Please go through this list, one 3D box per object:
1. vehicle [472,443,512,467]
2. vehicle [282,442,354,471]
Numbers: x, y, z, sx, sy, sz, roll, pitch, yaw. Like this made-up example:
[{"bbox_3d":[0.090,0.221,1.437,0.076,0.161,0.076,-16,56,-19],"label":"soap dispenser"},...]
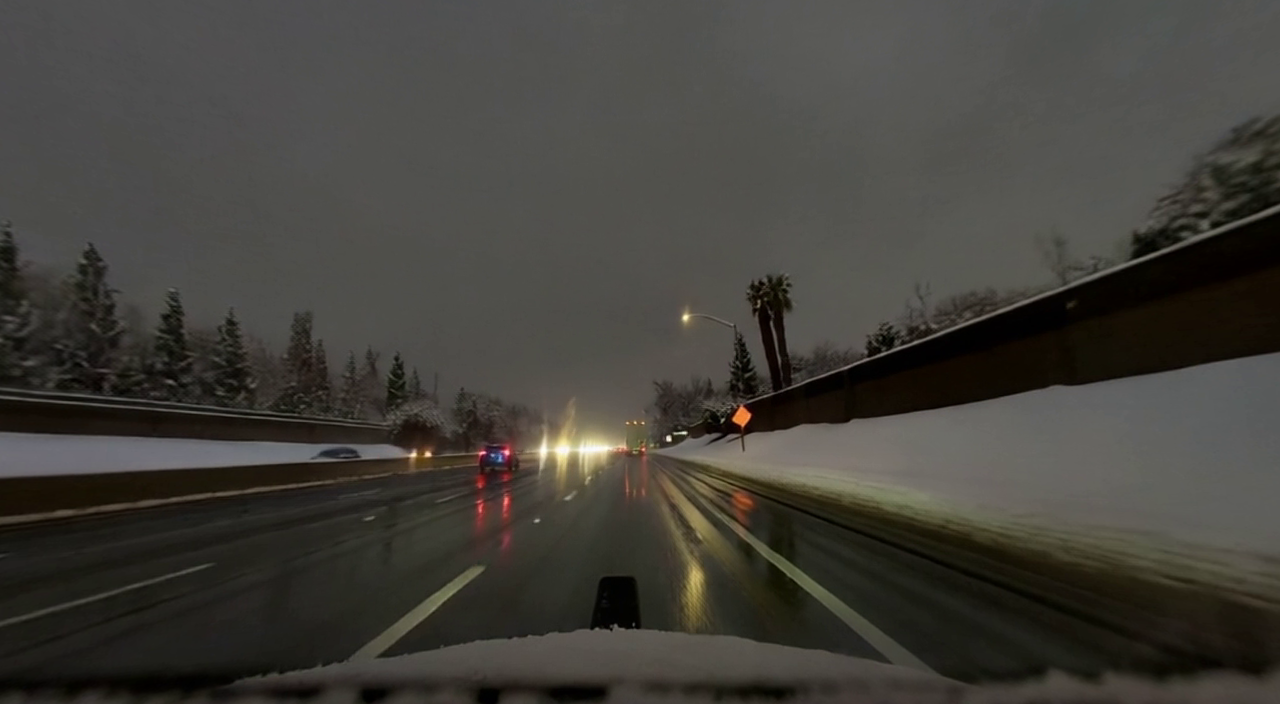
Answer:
[{"bbox_3d":[-10.679,7.479,45.968,1.897,1.653,4.113,0,-9,0],"label":"vehicle"},{"bbox_3d":[-20.005,6.490,39.526,2.041,1.702,4.717,0,-9,-1],"label":"vehicle"}]
